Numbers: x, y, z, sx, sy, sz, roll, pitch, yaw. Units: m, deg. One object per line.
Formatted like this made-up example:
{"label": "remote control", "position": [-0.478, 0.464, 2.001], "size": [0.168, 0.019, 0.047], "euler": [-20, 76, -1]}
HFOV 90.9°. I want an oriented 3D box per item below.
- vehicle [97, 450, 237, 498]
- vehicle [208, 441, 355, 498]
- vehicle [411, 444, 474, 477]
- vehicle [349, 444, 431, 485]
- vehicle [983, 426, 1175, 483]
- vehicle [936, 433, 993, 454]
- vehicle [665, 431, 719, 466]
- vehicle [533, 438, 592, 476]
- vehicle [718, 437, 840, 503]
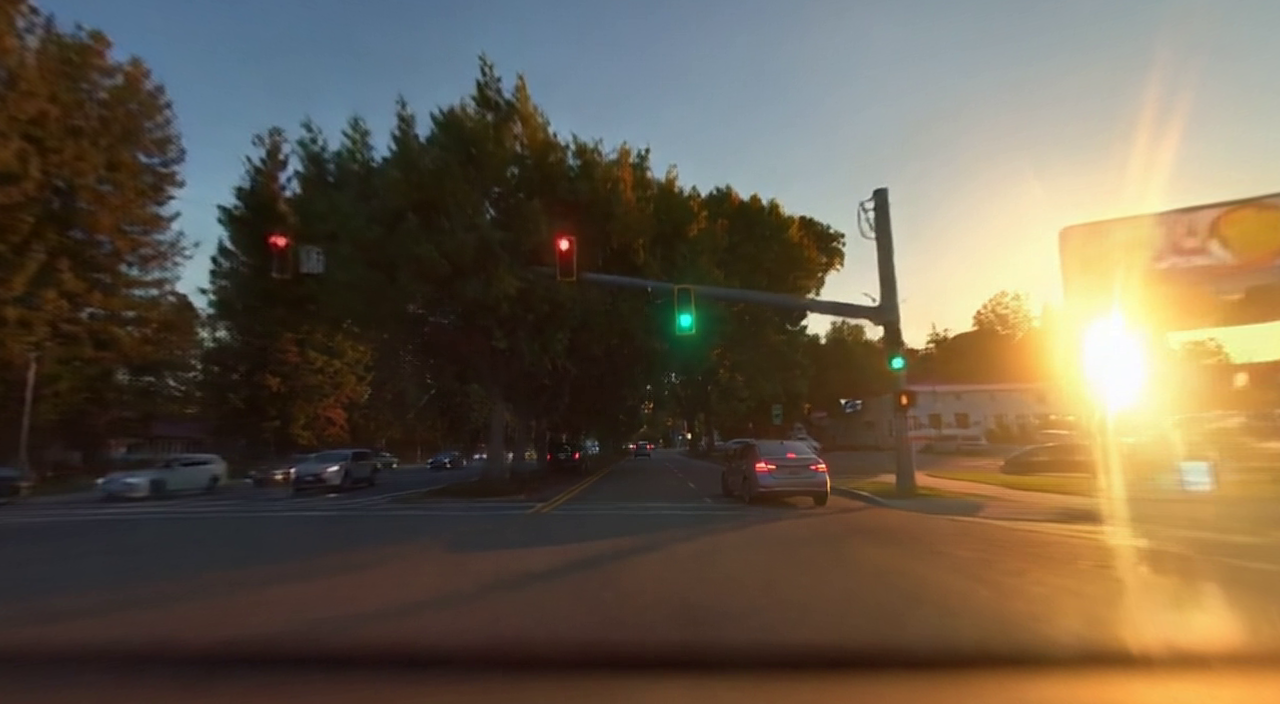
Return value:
{"label": "vehicle", "position": [-18.358, 4.724, 24.766], "size": [2.150, 1.654, 4.279], "euler": [0, -8, 0]}
{"label": "vehicle", "position": [-11.553, 3.776, 20.801], "size": [2.091, 1.644, 4.645], "euler": [0, -8, 0]}
{"label": "vehicle", "position": [-11.248, 6.176, 36.279], "size": [2.004, 1.509, 4.932], "euler": [-1, -6, 1]}
{"label": "vehicle", "position": [-11.298, 5.072, 28.842], "size": [1.909, 1.467, 4.522], "euler": [-2, -6, 0]}
{"label": "vehicle", "position": [17.209, 3.992, 25.389], "size": [2.766, 1.917, 6.394], "euler": [-1, -7, -5]}
{"label": "vehicle", "position": [24.191, 6.856, 47.158], "size": [1.921, 1.463, 4.380], "euler": [0, -8, 0]}
{"label": "vehicle", "position": [3.433, 6.579, 43.199], "size": [3.245, 2.199, 6.295], "euler": [0, -8, 1]}
{"label": "vehicle", "position": [-3.733, 5.153, 31.119], "size": [2.250, 1.713, 4.422], "euler": [0, -8, 1]}
{"label": "vehicle", "position": [3.461, 3.042, 16.736], "size": [2.095, 1.475, 4.686], "euler": [0, -8, -1]}
